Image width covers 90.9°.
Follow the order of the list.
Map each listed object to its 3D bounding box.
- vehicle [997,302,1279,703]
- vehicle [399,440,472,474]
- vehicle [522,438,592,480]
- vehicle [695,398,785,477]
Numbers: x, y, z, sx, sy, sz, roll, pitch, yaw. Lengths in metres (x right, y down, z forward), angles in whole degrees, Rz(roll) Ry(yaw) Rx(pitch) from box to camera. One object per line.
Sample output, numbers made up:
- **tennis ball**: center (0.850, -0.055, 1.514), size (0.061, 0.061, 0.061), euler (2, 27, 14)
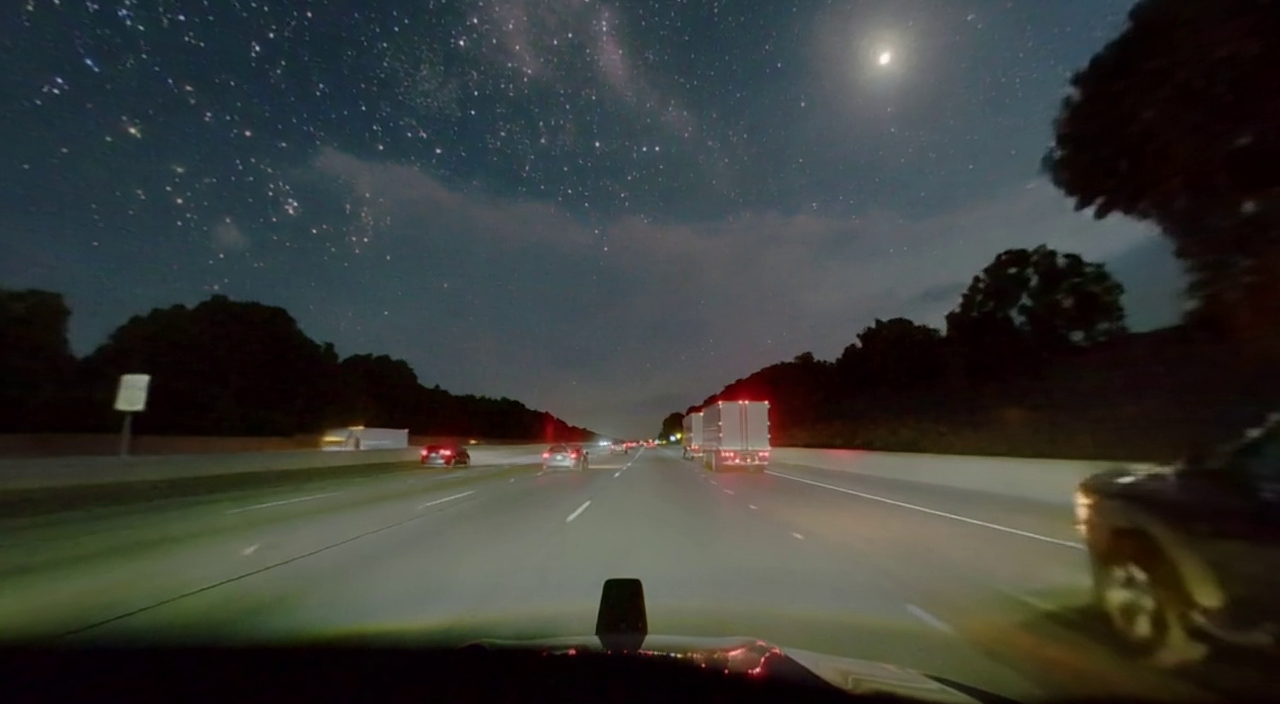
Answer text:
- **vehicle**: center (4.108, 0.581, 1.755), size (2.355, 1.930, 6.633), euler (0, -8, 0)
- **vehicle**: center (-9.630, 4.963, 30.075), size (1.899, 1.465, 4.589), euler (0, -8, 0)
- **vehicle**: center (-3.083, 4.060, 24.244), size (1.981, 1.473, 4.317), euler (0, -8, 2)
- **vehicle**: center (4.188, 3.825, 27.990), size (2.732, 3.052, 7.118), euler (0, -8, -1)
